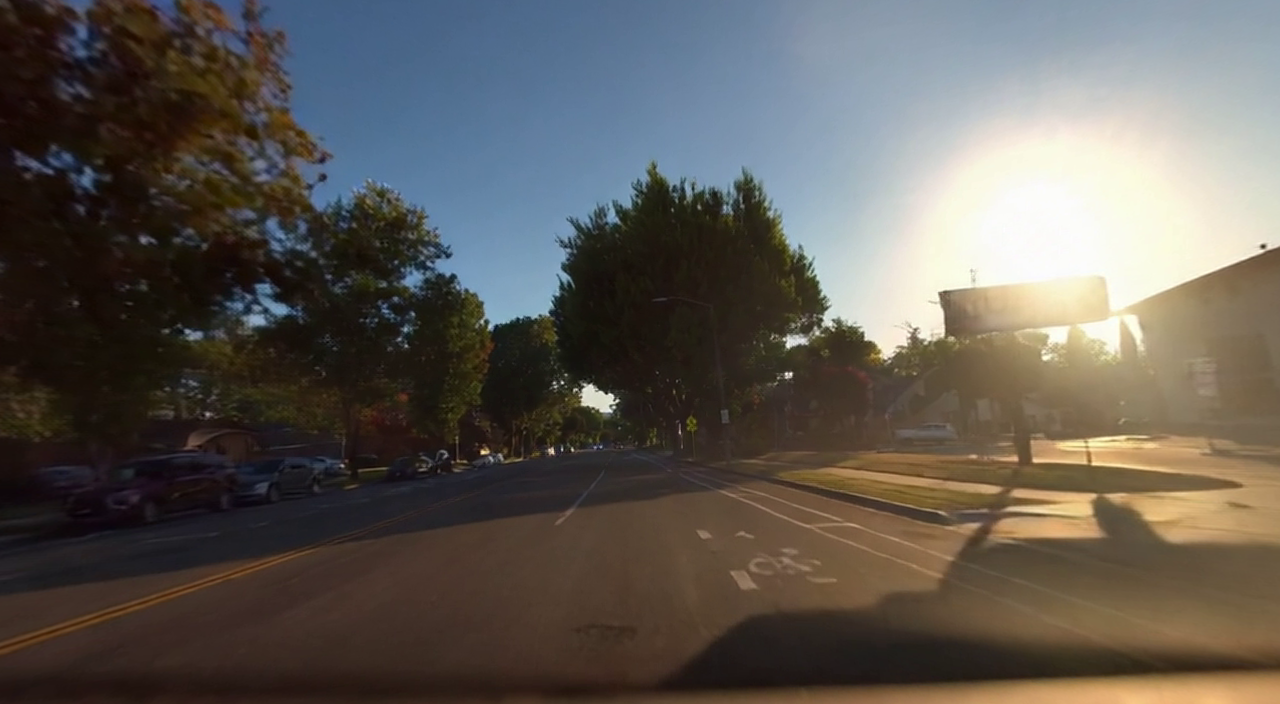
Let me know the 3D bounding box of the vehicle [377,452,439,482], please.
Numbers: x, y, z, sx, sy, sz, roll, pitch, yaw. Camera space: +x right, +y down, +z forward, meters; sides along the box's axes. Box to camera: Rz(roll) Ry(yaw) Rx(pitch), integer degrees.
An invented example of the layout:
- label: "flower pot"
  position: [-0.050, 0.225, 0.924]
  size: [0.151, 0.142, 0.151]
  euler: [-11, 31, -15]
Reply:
- label: "vehicle"
  position: [-12.821, 6.363, 35.196]
  size: [1.958, 1.457, 4.254]
  euler: [0, -8, -3]

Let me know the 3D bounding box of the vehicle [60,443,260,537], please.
- label: "vehicle"
  position: [-12.187, 3.437, 16.502]
  size: [2.015, 1.884, 4.488]
  euler: [-6, -8, -5]

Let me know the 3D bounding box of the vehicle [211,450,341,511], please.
- label: "vehicle"
  position: [-12.396, 4.336, 21.896]
  size: [2.076, 1.681, 4.423]
  euler: [-4, -9, -3]

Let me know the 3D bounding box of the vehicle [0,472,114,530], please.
- label: "vehicle"
  position: [-18.281, 4.356, 18.820]
  size: [1.963, 1.383, 3.903]
  euler: [2, -9, -4]
